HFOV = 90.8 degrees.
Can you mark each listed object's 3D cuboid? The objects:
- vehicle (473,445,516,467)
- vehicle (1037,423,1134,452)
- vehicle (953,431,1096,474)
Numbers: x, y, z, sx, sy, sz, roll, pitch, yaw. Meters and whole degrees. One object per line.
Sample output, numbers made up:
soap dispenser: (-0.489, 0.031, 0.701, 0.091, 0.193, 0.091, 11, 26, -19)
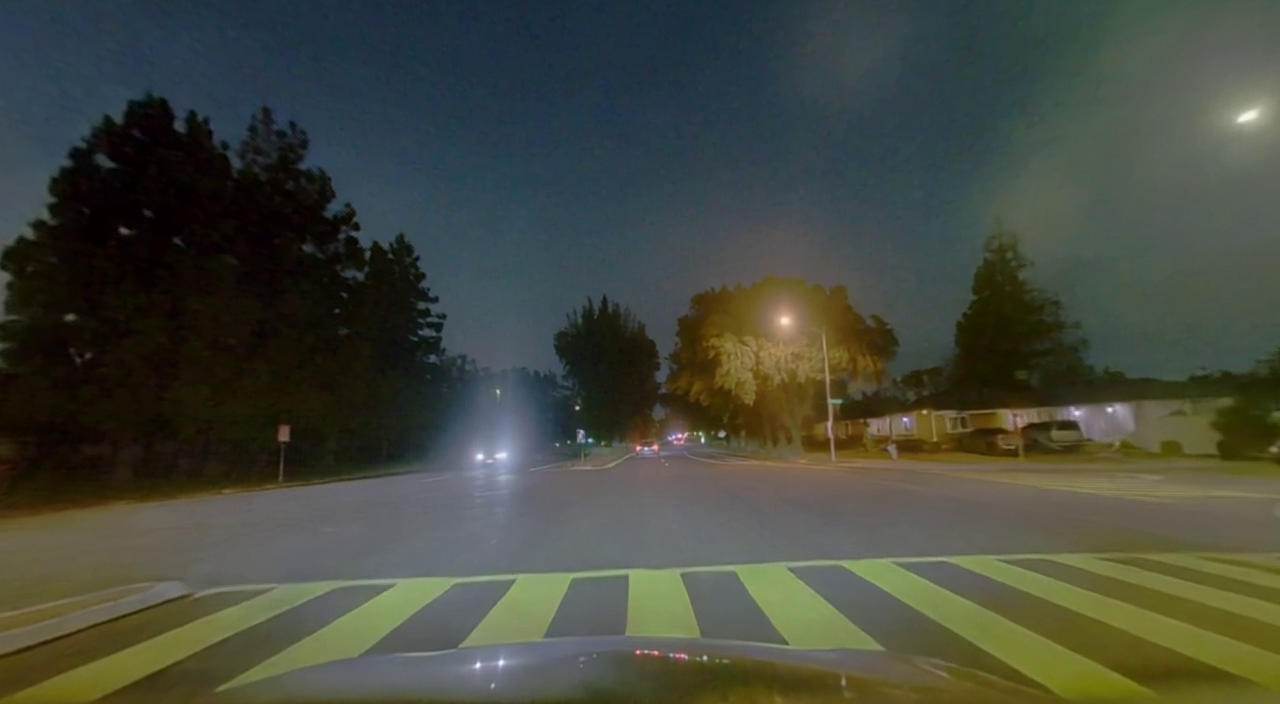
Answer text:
vehicle: (-10.432, 7.466, 45.648, 1.960, 1.465, 4.194, -1, -8, 2)
vehicle: (24.625, 4.776, 35.179, 1.982, 1.503, 4.572, 0, -8, -2)
vehicle: (15.948, 4.217, 26.538, 4.696, 1.651, 2.218, -3, -9, 20)
